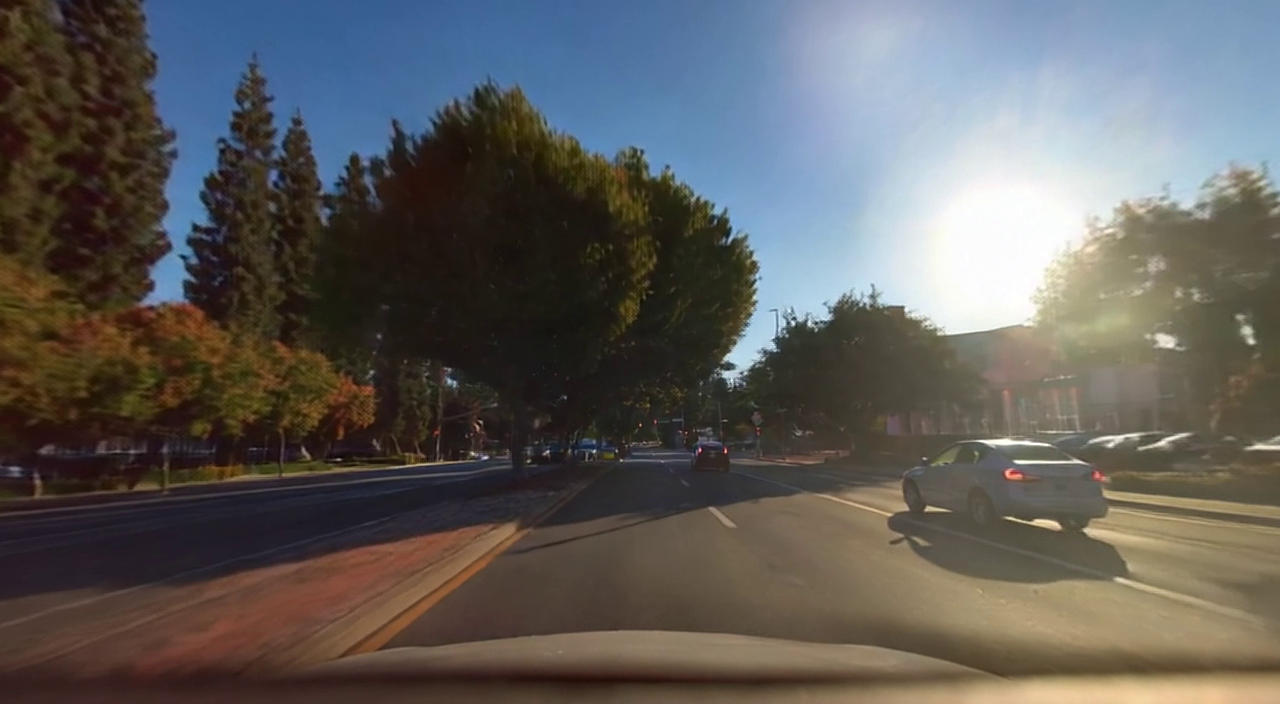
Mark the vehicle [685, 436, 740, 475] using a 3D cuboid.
[{"bbox_3d":[3.490,5.112,31.317,2.095,1.759,4.862,0,-9,-1],"label":"vehicle"}]

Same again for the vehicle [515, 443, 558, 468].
[{"bbox_3d":[-6.587,6.623,40.641,1.970,1.483,4.269,0,-9,1],"label":"vehicle"}]

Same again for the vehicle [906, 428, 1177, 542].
[{"bbox_3d":[6.706,2.248,11.295,2.000,1.618,4.238,0,-9,-1],"label":"vehicle"}]

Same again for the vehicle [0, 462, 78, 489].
[{"bbox_3d":[-38.205,7.657,39.359,1.847,1.443,4.791,-1,-9,3],"label":"vehicle"}]
